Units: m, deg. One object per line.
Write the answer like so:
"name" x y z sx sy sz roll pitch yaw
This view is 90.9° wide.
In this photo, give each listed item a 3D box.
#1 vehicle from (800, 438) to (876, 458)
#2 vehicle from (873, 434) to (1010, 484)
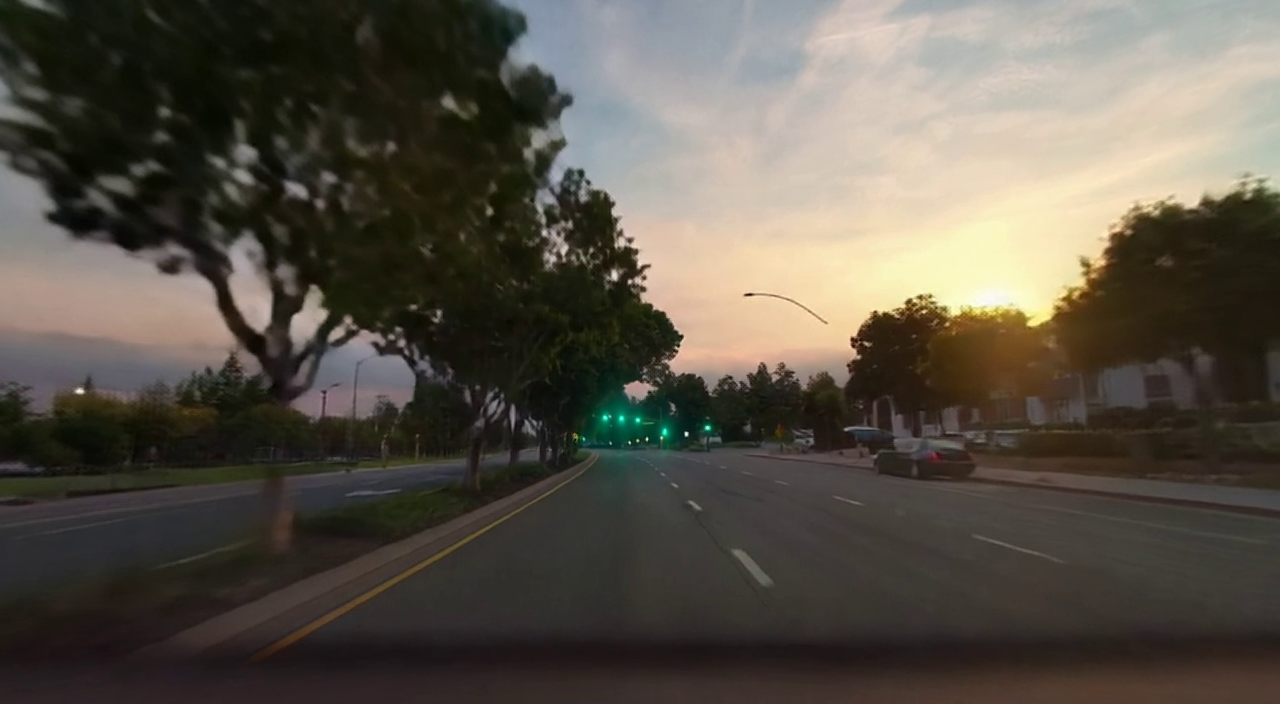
"vehicle" 14.745 7.160 47.116 4.982 1.441 1.951 0 -8 -3
"vehicle" 10.510 3.759 22.548 2.034 1.551 5.228 1 -8 -4
